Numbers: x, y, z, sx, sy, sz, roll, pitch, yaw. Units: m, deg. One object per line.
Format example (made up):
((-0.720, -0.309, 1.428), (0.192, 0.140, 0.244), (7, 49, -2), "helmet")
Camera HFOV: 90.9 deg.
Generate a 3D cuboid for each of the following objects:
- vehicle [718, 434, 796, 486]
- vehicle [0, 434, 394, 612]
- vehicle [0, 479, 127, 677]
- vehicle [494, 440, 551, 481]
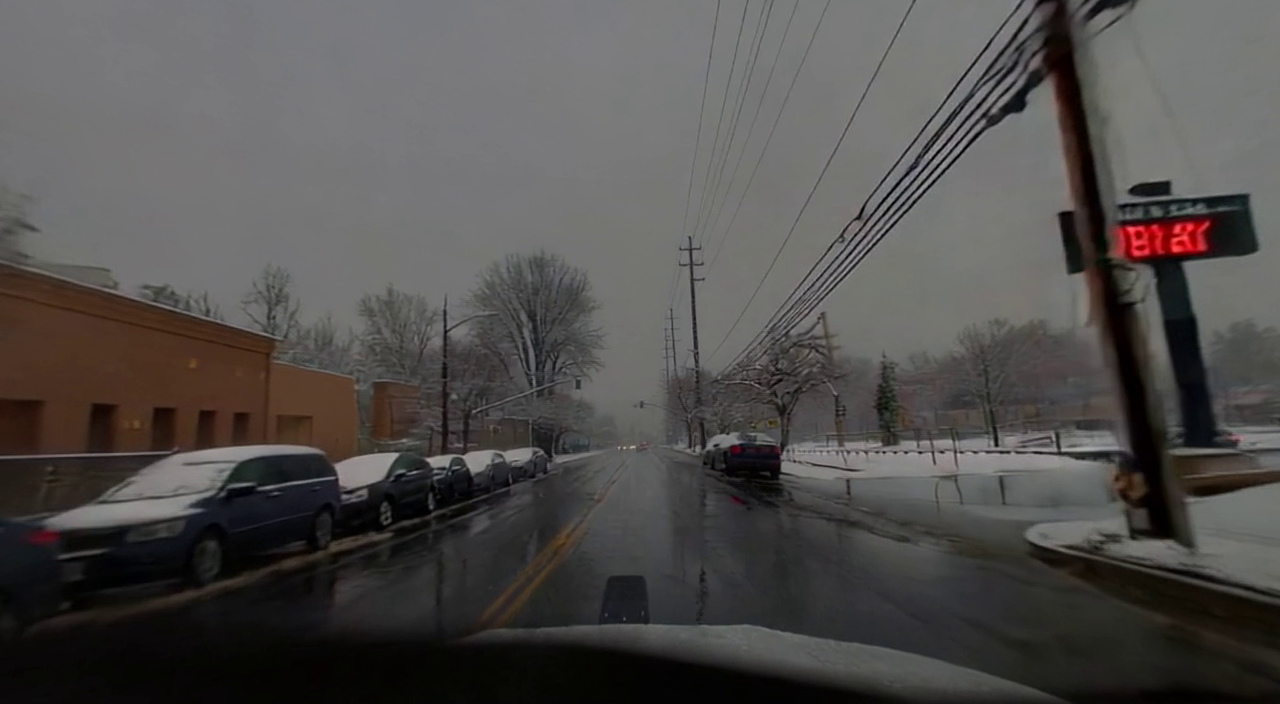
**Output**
((3.916, 3.706, 21.986), (1.948, 1.607, 4.873), (0, -8, 2), "vehicle")
((-5.846, 2.174, 9.224), (2.286, 1.836, 5.088), (-1, -8, 2), "vehicle")
((-5.986, 1.623, 3.751), (1.982, 1.453, 4.577), (0, -8, 1), "vehicle")
((-5.841, 5.453, 31.973), (2.126, 1.864, 4.831), (0, -8, -2), "vehicle")
